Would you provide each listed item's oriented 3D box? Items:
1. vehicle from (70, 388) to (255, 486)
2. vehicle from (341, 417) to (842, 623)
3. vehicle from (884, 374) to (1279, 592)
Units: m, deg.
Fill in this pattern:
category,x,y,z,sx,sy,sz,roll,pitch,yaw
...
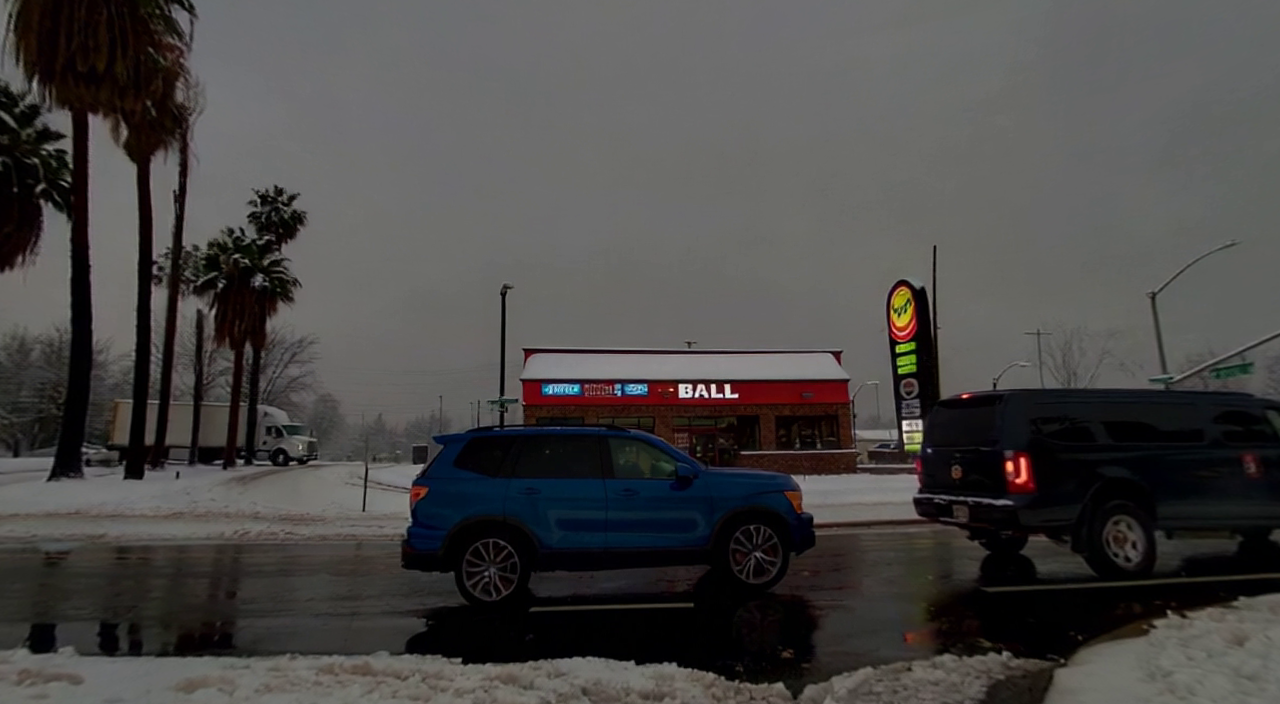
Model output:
category,x,y,z,sx,sy,sz,roll,pitch,yaw
vehicle,-21.643,4.017,29.439,3.034,3.929,7.699,1,-9,-6
vehicle,-0.465,1.637,6.830,4.493,1.728,2.137,1,-9,-9
vehicle,6.691,1.548,8.019,6.246,2.202,2.277,1,-9,-7
